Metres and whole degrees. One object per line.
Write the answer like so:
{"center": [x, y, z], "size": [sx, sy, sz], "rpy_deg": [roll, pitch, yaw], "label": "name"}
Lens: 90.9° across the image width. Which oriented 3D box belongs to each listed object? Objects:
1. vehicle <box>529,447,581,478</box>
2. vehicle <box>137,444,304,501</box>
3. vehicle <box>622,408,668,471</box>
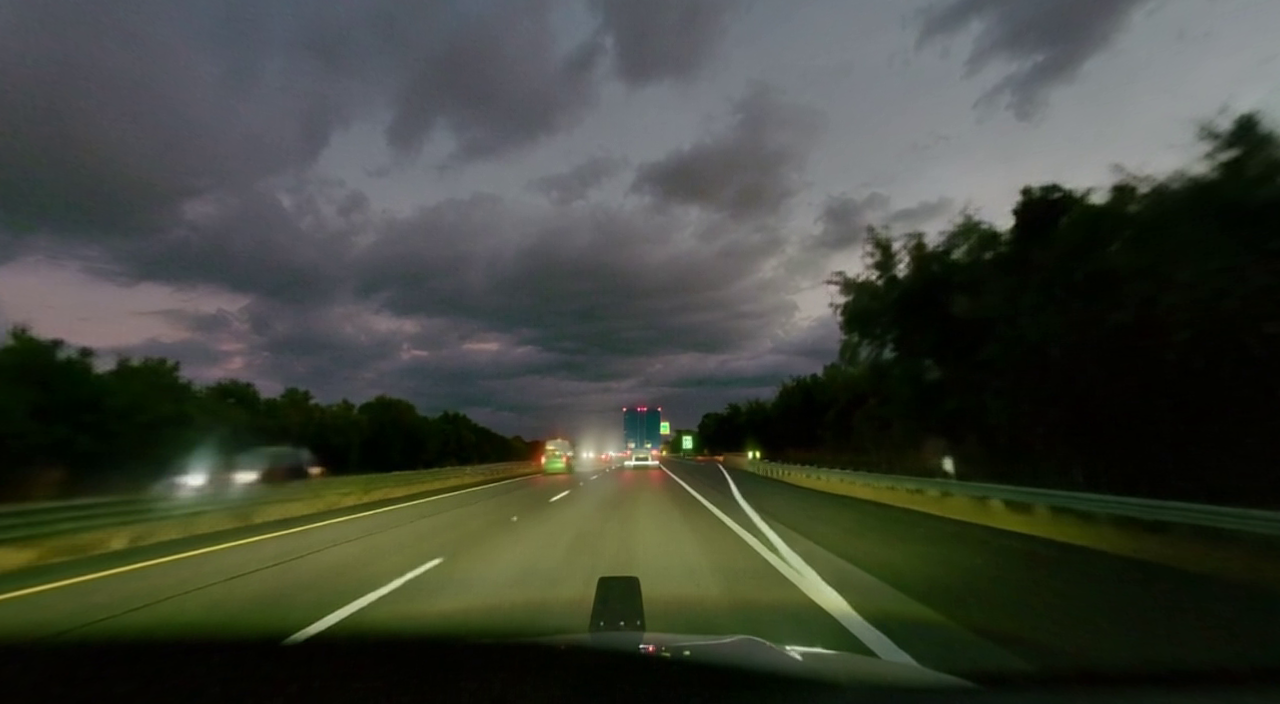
{"center": [-4.428, 5.807, 33.474], "size": [2.051, 1.538, 4.569], "rpy_deg": [0, -9, 1], "label": "vehicle"}
{"center": [-13.281, 3.808, 20.443], "size": [1.985, 1.594, 4.906], "rpy_deg": [0, -9, 0], "label": "vehicle"}
{"center": [0.311, 6.243, 44.636], "size": [2.899, 3.966, 10.053], "rpy_deg": [0, -9, 0], "label": "vehicle"}
